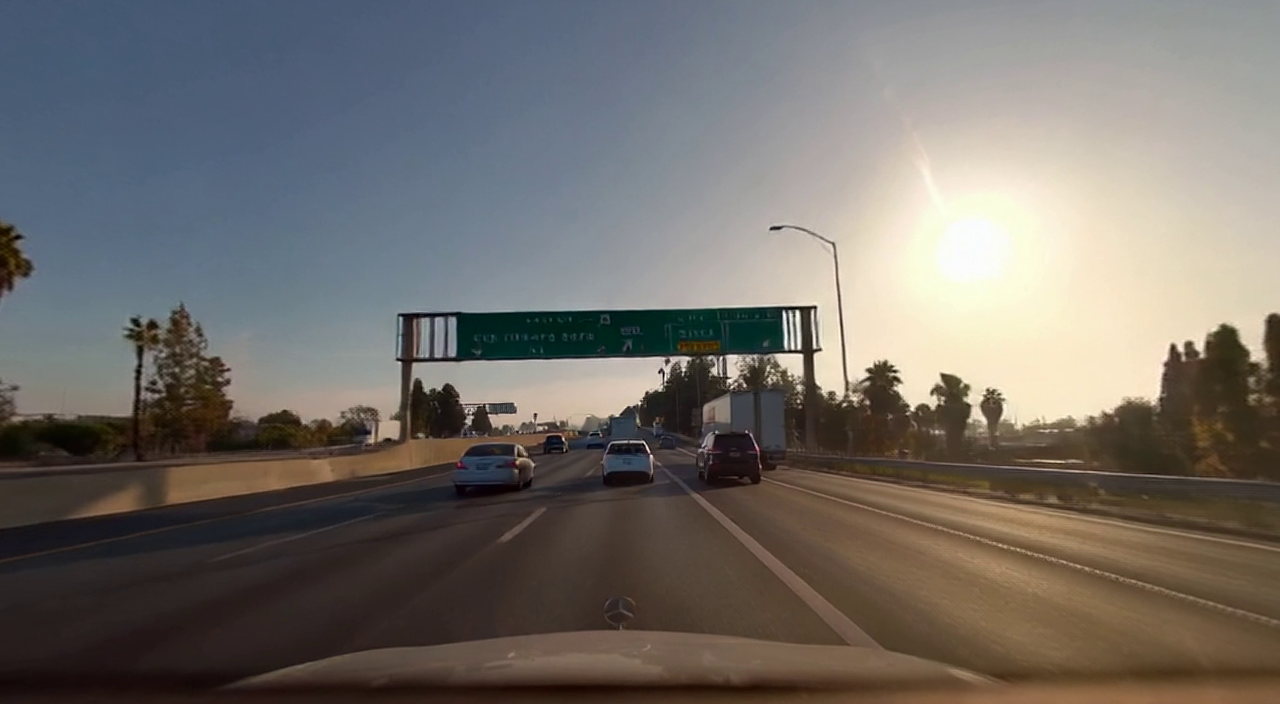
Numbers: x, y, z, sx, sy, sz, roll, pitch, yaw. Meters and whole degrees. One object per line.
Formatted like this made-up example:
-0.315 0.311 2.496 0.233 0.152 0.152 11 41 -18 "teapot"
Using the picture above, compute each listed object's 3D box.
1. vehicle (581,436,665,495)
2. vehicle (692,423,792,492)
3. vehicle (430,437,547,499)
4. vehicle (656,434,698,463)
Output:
-0.456 3.166 18.000 2.136 1.470 3.971 0 -8 -1 "vehicle"
2.993 3.230 19.609 2.173 1.870 4.499 0 -8 -2 "vehicle"
-3.830 3.007 16.788 1.998 1.423 4.436 0 -8 0 "vehicle"
2.491 6.712 44.027 2.476 1.843 5.652 0 -8 -1 "vehicle"
